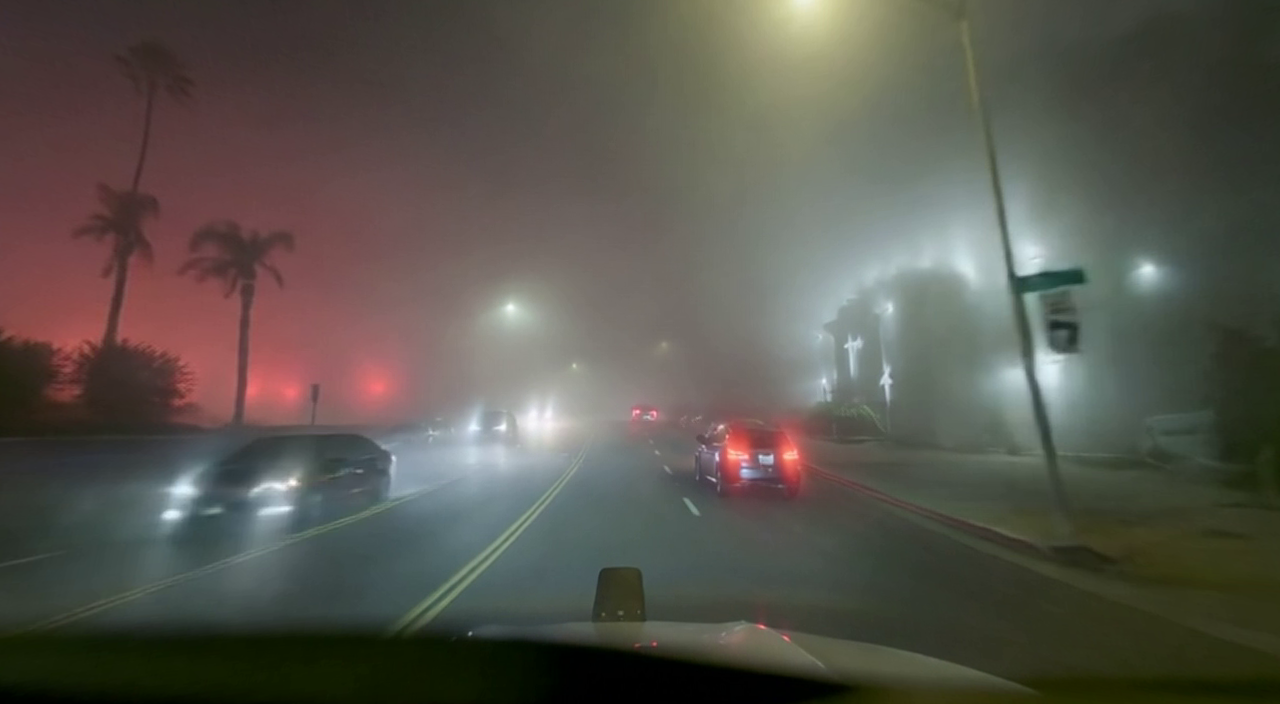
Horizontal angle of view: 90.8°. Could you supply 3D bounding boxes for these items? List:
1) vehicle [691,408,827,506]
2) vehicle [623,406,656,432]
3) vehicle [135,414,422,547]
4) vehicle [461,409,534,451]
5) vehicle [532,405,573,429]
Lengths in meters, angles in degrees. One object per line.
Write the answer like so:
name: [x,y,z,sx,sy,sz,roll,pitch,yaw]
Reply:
vehicle: [2.466,2.340,14.358,1.995,1.858,4.333,1,-8,-4]
vehicle: [-0.028,4.676,43.802,2.196,1.655,3.939,0,-8,1]
vehicle: [-5.872,2.142,11.230,2.295,1.837,4.680,0,-8,0]
vehicle: [-6.114,3.473,27.727,2.171,1.676,4.523,0,-8,0]
vehicle: [-6.141,4.647,45.029,2.153,1.469,4.939,0,-8,0]
